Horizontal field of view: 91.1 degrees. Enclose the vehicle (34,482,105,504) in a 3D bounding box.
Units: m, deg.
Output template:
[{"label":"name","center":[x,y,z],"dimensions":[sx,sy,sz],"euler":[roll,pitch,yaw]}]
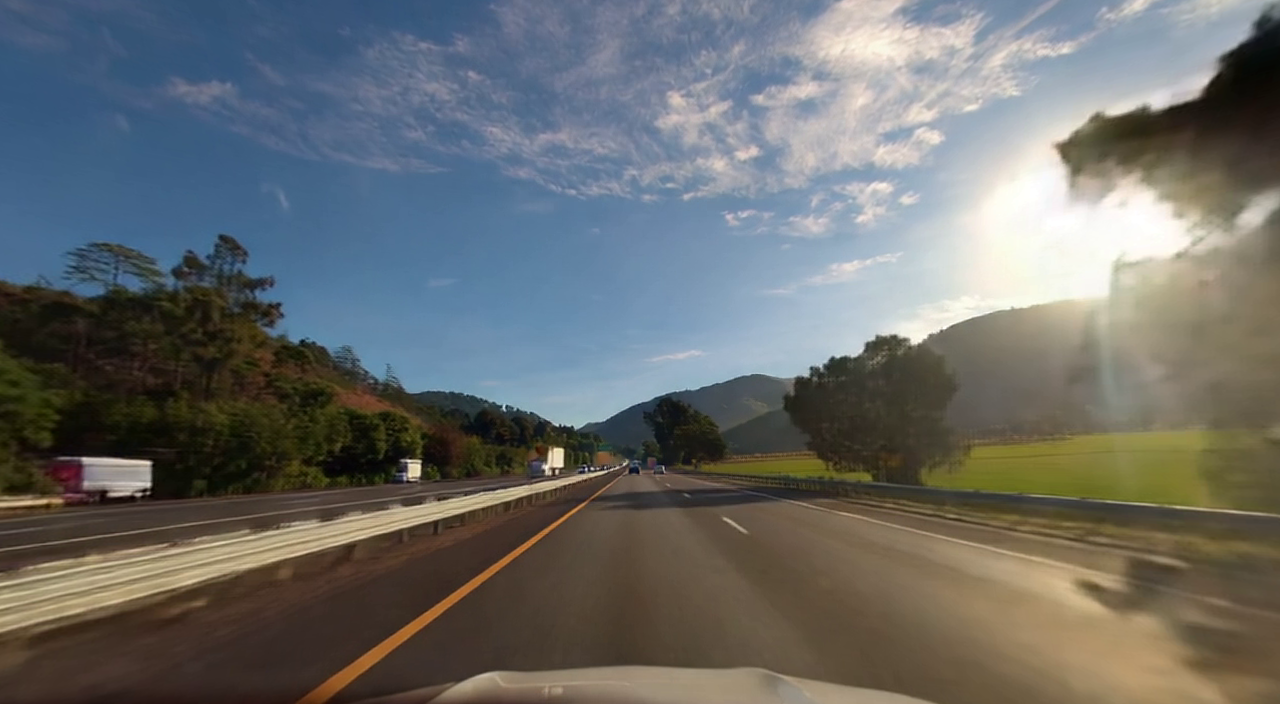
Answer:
[{"label":"vehicle","center":[-45.105,11.171,49.759],"dimensions":[1.772,1.511,4.078],"euler":[1,-10,0]}]
